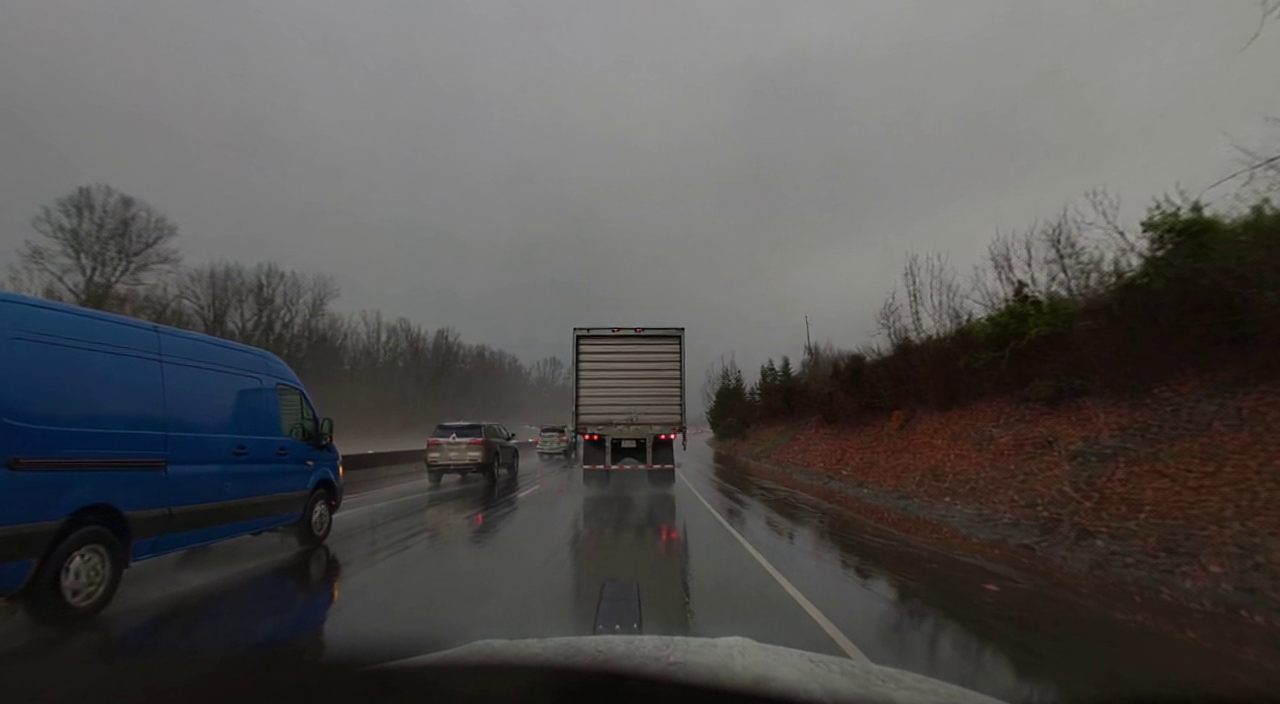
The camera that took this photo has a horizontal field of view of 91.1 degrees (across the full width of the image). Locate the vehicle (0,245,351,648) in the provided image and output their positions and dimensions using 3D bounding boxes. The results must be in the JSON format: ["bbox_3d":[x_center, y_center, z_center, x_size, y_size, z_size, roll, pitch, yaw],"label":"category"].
[{"bbox_3d":[-5.272,0.864,5.941,2.478,2.515,5.438,0,-8,0],"label":"vehicle"}]

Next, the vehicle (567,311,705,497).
[{"bbox_3d":[-0.120,1.775,18.706,2.953,4.041,10.072,0,-8,-1],"label":"vehicle"}]

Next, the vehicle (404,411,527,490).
[{"bbox_3d":[-4.904,2.837,18.525,2.168,1.985,4.952,0,-8,0],"label":"vehicle"}]

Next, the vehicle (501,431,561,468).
[{"bbox_3d":[-4.869,4.426,28.705,1.931,1.539,4.441,0,-8,0],"label":"vehicle"}]
